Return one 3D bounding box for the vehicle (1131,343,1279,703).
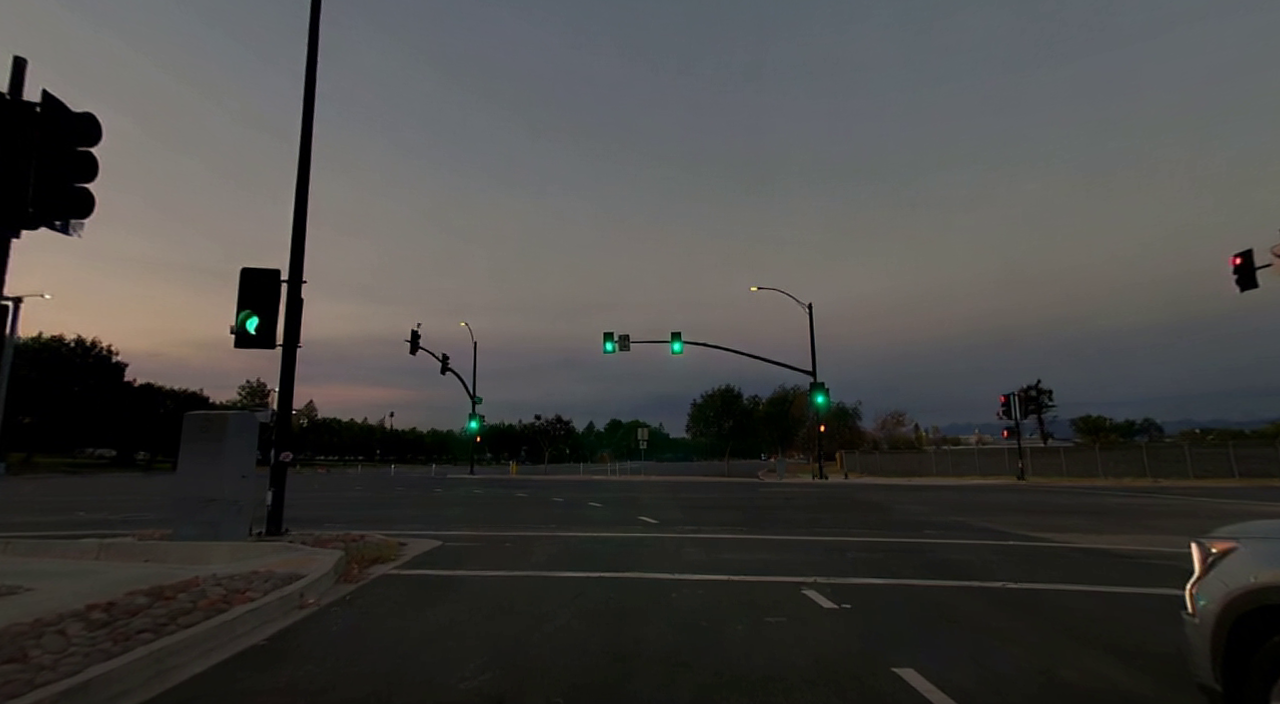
[{"bbox_3d":[3.058,0.566,0.541,1.938,1.648,4.211,-1,-8,2],"label":"vehicle"}]
